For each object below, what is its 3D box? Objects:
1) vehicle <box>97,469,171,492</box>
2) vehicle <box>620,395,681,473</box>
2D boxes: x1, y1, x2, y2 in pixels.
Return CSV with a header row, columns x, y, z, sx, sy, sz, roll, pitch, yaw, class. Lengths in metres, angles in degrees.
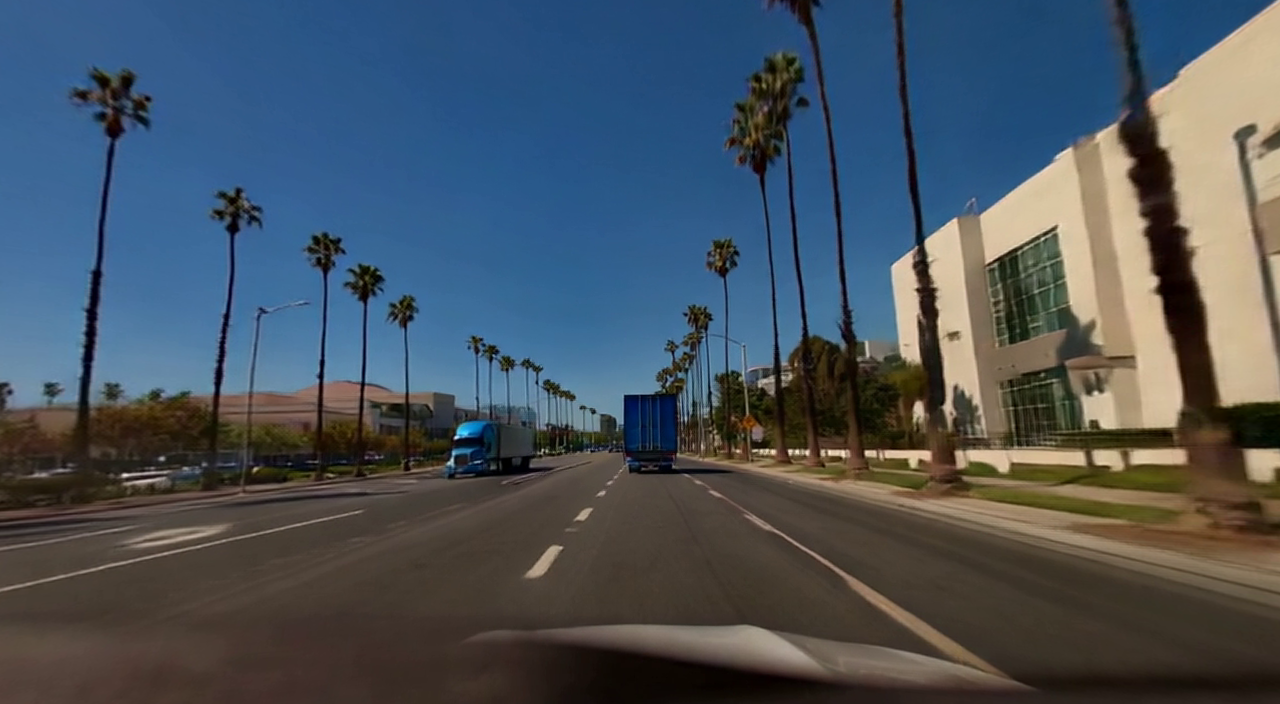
x,y,z,sx,sy,sz,roll,pitch,yaw,class
-35.193,8.931,43.726,3.645,1.436,1.673,0,-9,1,vehicle
0.345,5.027,37.822,2.992,3.949,11.815,0,-9,-2,vehicle
